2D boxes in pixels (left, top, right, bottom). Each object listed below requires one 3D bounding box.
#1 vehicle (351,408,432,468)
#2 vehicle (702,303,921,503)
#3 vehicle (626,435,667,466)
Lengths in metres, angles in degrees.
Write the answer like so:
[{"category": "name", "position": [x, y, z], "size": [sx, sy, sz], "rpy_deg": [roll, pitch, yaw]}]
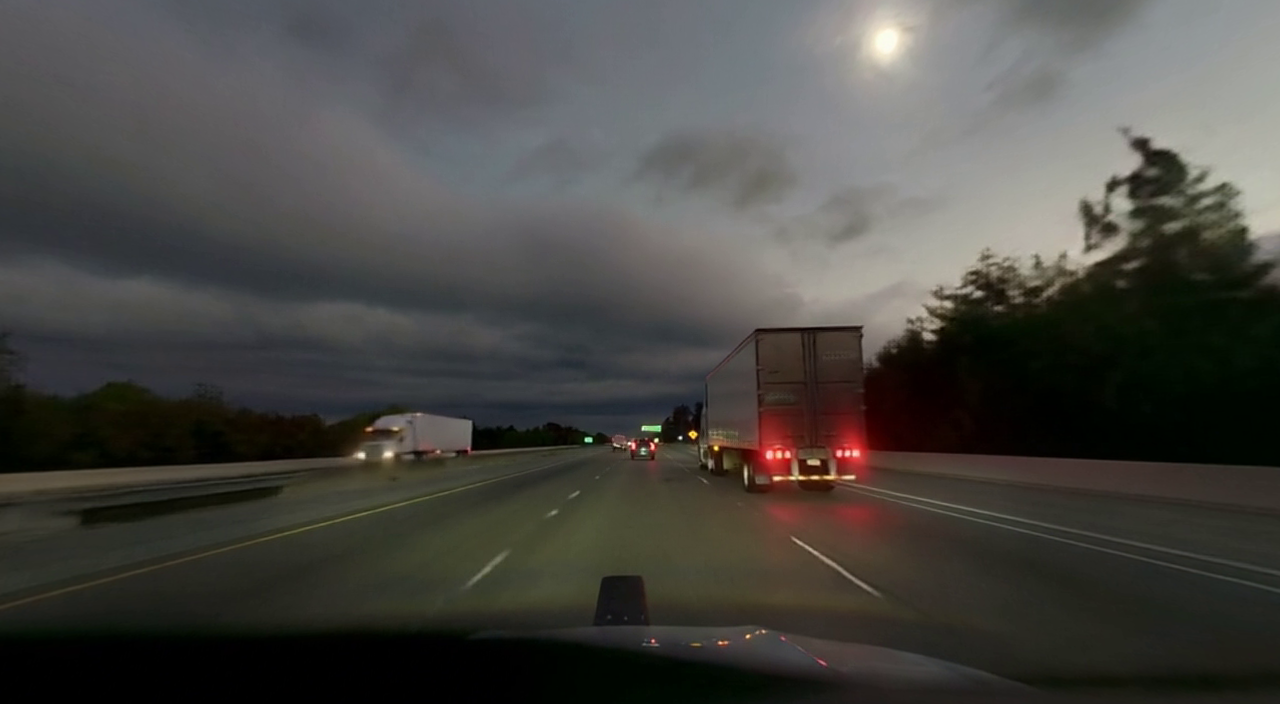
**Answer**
[{"category": "vehicle", "position": [-18.794, 6.625, 48.246], "size": [3.210, 4.212, 7.175], "rpy_deg": [0, -8, 0]}, {"category": "vehicle", "position": [4.210, 1.997, 20.067], "size": [3.005, 4.131, 14.221], "rpy_deg": [0, -8, 0]}, {"category": "vehicle", "position": [0.416, 5.572, 35.762], "size": [2.139, 1.607, 4.034], "rpy_deg": [-1, -8, 3]}]
